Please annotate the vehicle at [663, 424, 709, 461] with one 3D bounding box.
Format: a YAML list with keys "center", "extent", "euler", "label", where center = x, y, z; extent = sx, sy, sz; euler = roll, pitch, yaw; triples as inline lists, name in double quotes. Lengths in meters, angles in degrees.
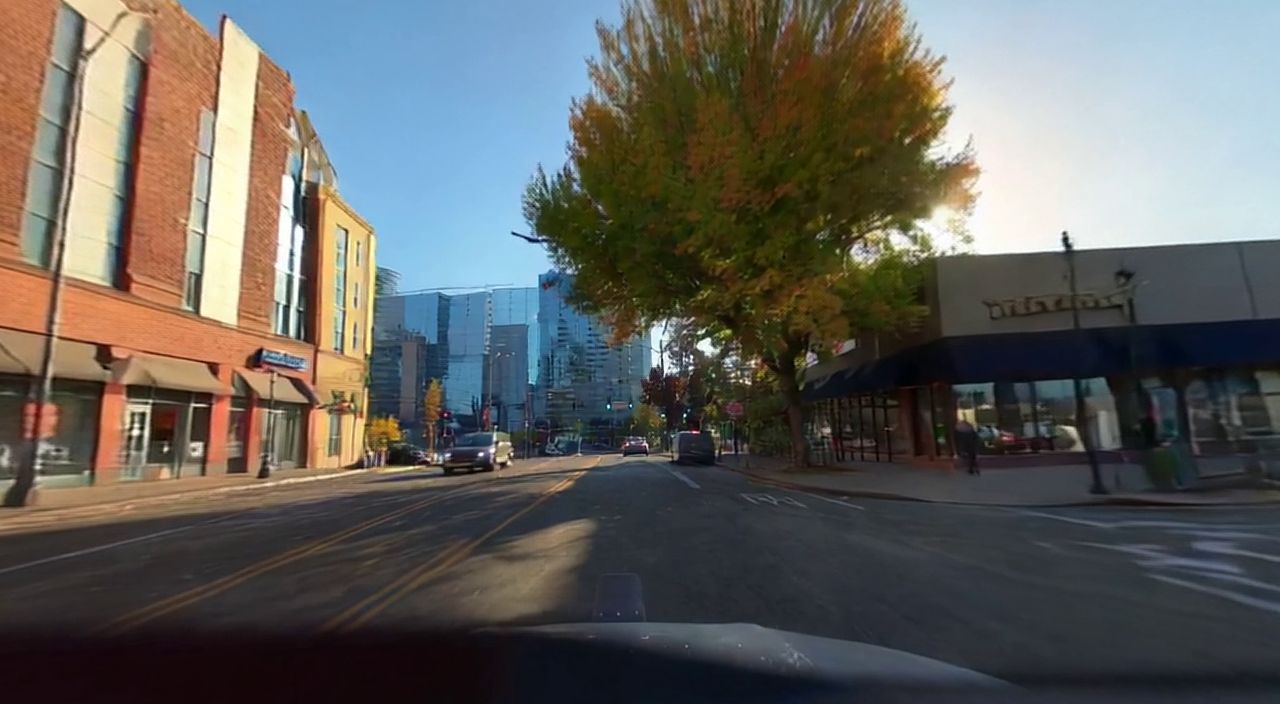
- center: [2.582, 5.188, 36.200]
  extent: [2.147, 1.968, 4.478]
  euler: [0, -8, -2]
  label: "vehicle"

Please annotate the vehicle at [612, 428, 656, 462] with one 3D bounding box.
- center: [-0.363, 5.007, 34.093]
  extent: [2.274, 1.736, 4.083]
  euler: [0, -8, -2]
  label: "vehicle"

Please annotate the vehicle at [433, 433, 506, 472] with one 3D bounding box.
- center: [-7.024, 4.157, 26.436]
  extent: [2.121, 1.489, 4.430]
  euler: [1, -8, -4]
  label: "vehicle"
